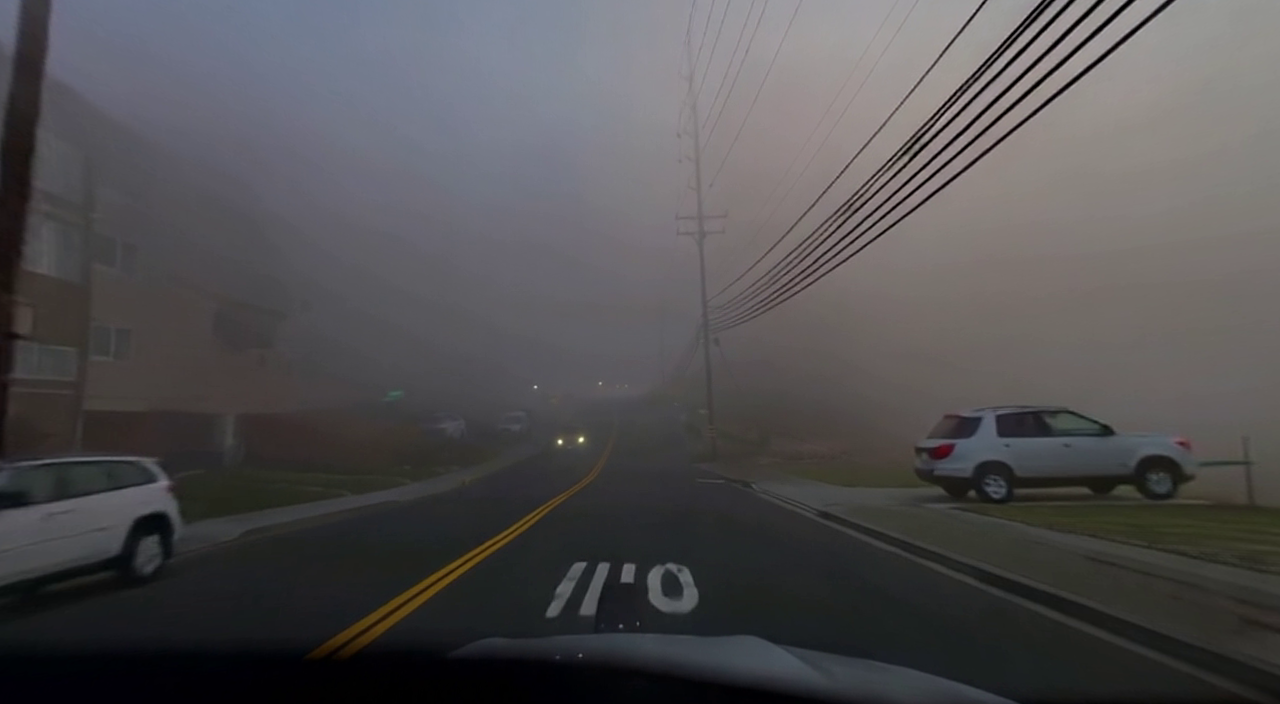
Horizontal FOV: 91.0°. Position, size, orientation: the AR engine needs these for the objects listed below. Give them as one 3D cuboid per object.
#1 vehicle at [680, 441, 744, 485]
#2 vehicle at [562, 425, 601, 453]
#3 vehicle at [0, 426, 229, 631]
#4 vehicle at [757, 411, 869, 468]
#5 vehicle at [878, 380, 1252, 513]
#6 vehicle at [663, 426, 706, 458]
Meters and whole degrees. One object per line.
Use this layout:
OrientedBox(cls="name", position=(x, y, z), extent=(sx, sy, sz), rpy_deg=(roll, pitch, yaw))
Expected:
OrientedBox(cls="vehicle", position=(2.694, 4.264, 24.430), extent=(2.063, 1.503, 4.415), rpy_deg=(-1, -9, 1))
OrientedBox(cls="vehicle", position=(-3.965, 5.966, 43.305), extent=(2.096, 1.542, 4.481), rpy_deg=(-1, -4, 1))
OrientedBox(cls="vehicle", position=(-6.699, 1.742, 6.289), extent=(2.156, 1.764, 4.410), rpy_deg=(-3, -11, 0))
OrientedBox(cls="vehicle", position=(7.799, 3.997, 28.697), extent=(4.286, 2.044, 1.913), rpy_deg=(-6, -9, -1))
OrientedBox(cls="vehicle", position=(7.855, 1.821, 12.162), extent=(5.512, 1.846, 2.115), rpy_deg=(-5, -9, 1))
OrientedBox(cls="vehicle", position=(2.688, 5.576, 39.329), extent=(2.211, 1.860, 4.813), rpy_deg=(0, -7, -1))
